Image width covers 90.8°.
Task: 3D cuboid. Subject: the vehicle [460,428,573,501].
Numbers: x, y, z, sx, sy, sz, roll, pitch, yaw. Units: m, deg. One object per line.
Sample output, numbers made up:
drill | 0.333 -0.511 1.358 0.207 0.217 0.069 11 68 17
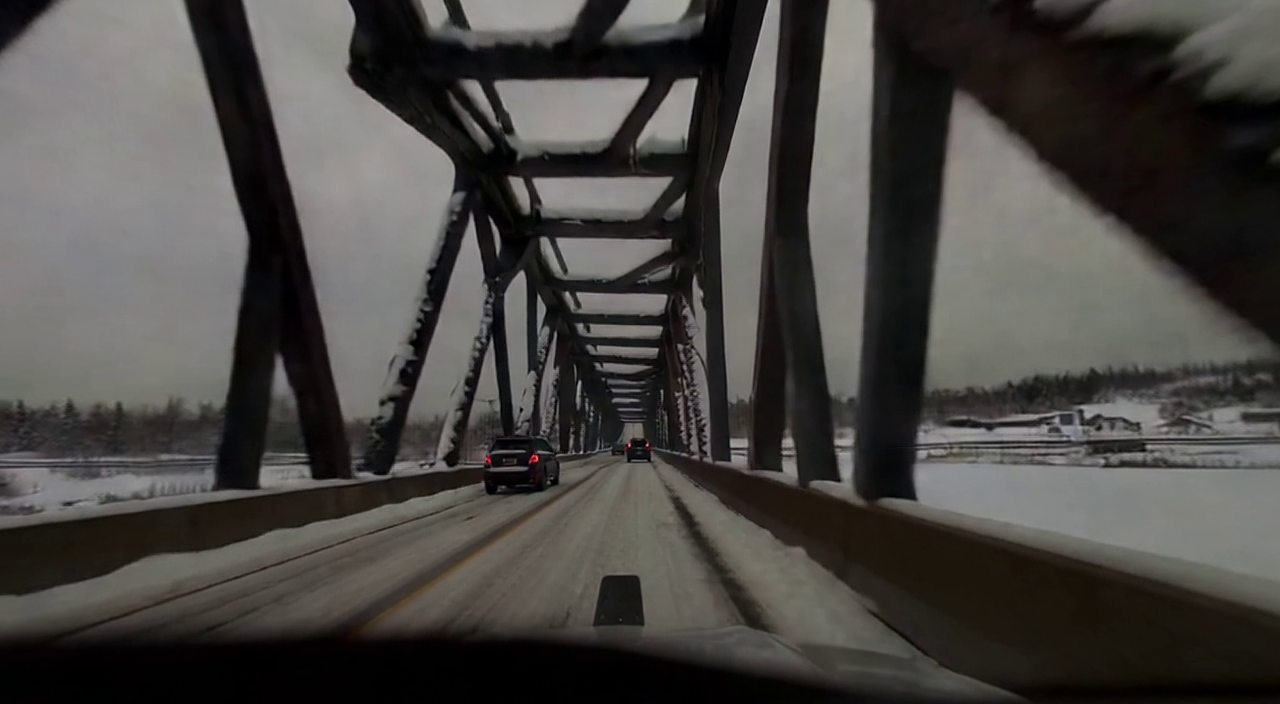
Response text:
vehicle | -3.317 3.153 18.129 2.190 1.807 4.741 0 -8 1

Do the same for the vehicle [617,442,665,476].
vehicle | 0.008 4.881 29.082 2.048 1.450 3.973 0 -8 -1
